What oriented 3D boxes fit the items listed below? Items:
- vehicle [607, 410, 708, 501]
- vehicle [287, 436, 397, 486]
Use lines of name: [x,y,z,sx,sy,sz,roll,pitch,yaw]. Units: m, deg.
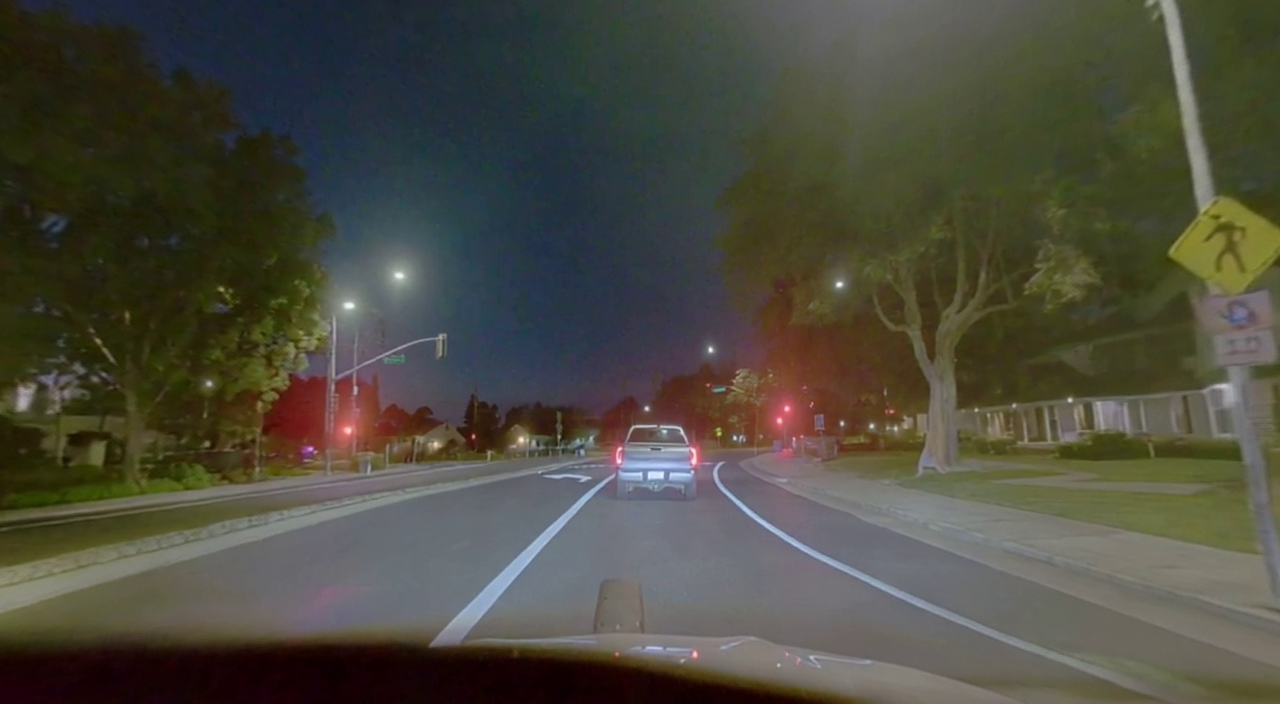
vehicle: [0.477,2.589,16.060,2.153,1.942,4.767,0,-8,2]
vehicle: [-12.586,4.575,27.106,2.053,1.822,4.852,-2,-7,5]
